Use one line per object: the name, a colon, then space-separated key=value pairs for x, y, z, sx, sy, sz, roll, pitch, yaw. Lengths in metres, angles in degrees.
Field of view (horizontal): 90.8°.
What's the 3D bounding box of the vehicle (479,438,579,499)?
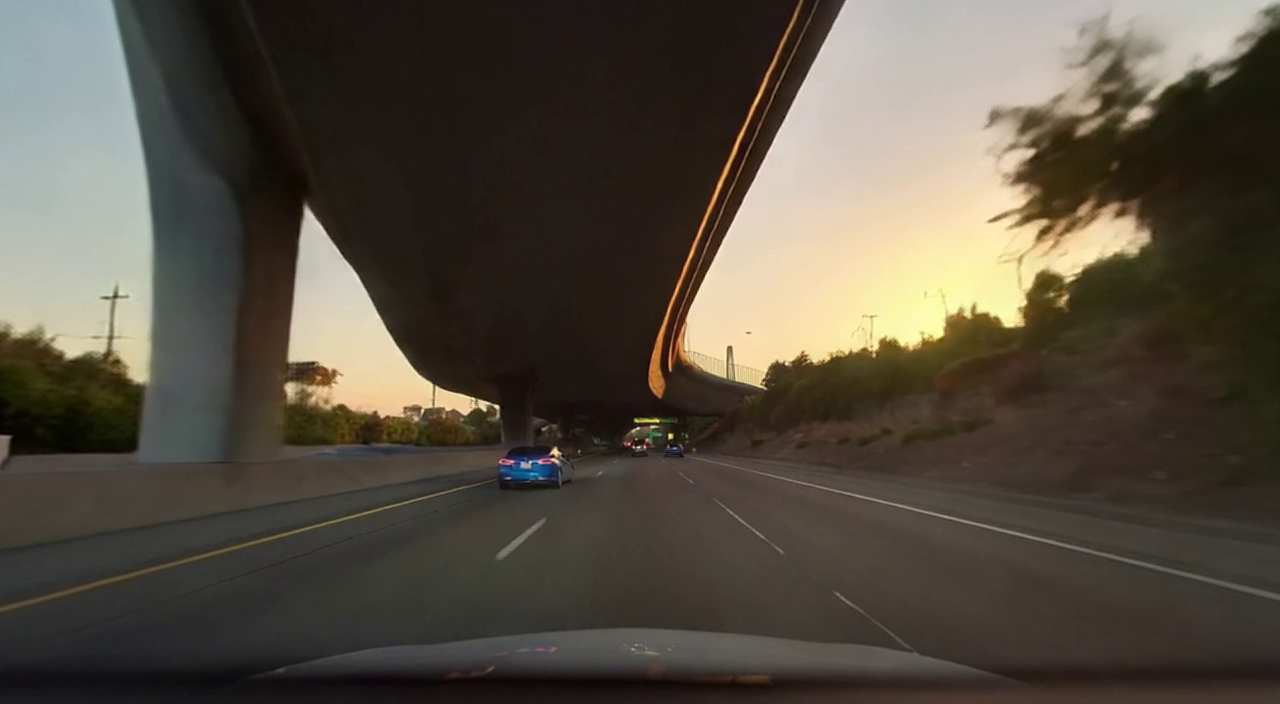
vehicle: x=-3.079 y=3.331 z=18.538 sx=2.029 sy=1.557 sz=4.570 roll=0 pitch=-8 yaw=1
